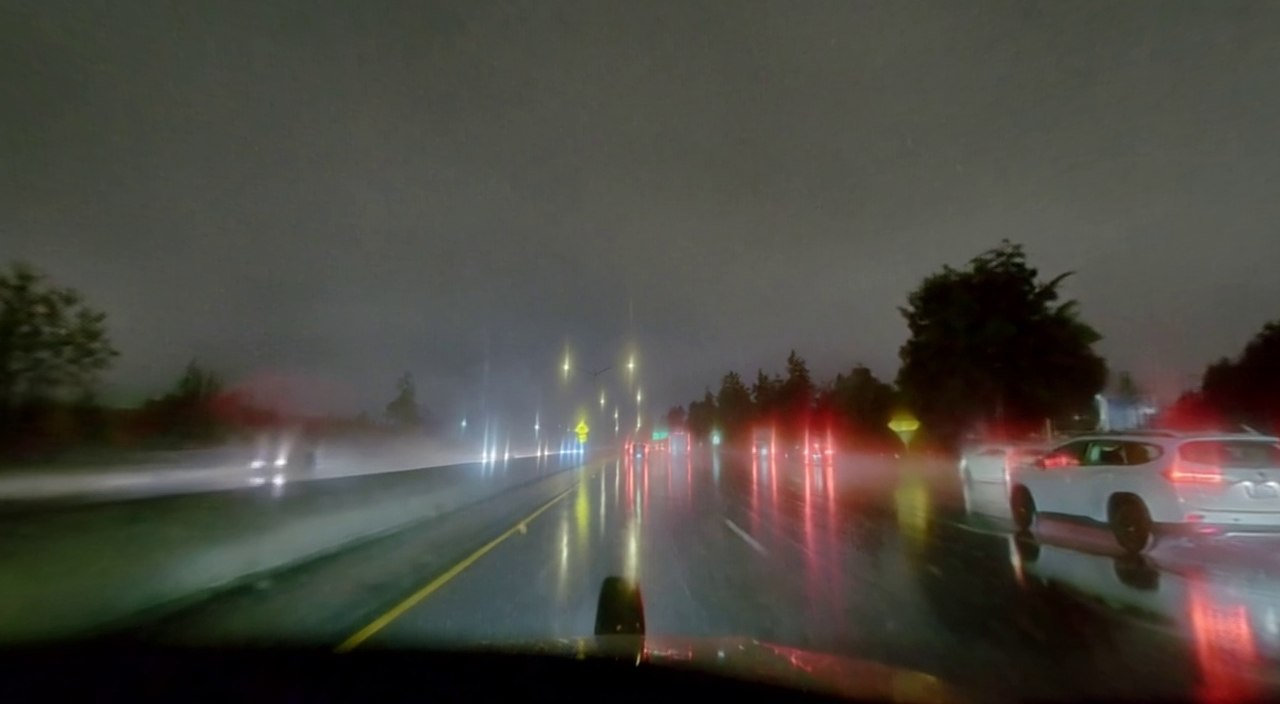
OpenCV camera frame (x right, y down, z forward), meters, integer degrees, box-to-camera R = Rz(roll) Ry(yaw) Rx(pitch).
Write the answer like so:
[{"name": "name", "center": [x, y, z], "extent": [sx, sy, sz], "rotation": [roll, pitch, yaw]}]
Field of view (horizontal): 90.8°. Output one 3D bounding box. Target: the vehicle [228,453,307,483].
[{"name": "vehicle", "center": [-18.267, 5.697, 31.146], "extent": [1.643, 1.387, 3.634], "rotation": [-1, -10, 0]}]

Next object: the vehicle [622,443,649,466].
[{"name": "vehicle", "center": [-0.381, 7.855, 48.664], "extent": [1.864, 1.566, 4.446], "rotation": [0, -8, -3]}]

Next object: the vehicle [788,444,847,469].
[{"name": "vehicle", "center": [11.184, 6.617, 40.167], "extent": [2.194, 1.489, 5.141], "rotation": [0, -9, -1]}]

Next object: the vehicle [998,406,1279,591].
[{"name": "vehicle", "center": [6.849, 1.654, 7.878], "extent": [2.027, 1.679, 4.543], "rotation": [0, -9, -1]}]
